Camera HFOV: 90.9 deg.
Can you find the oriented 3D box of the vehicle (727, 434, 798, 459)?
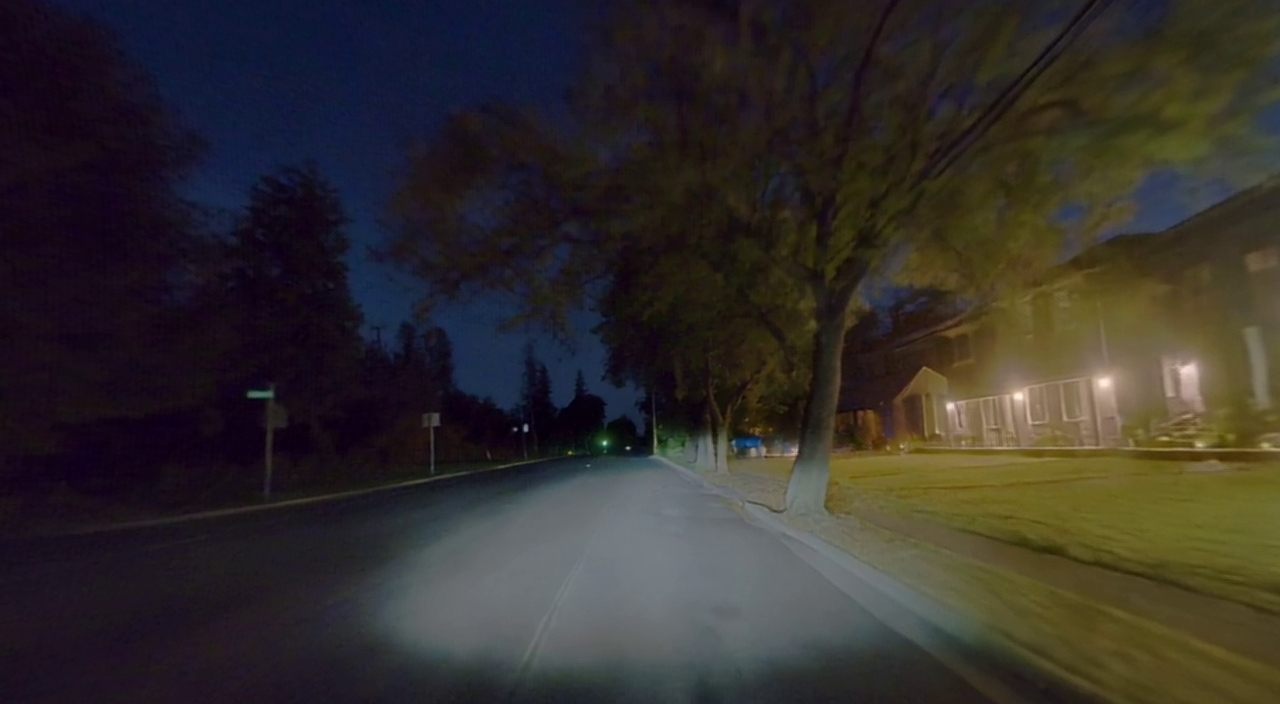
[{"bbox_3d":[7.956,6.145,41.189,4.153,1.605,1.835,0,-7,-3],"label":"vehicle"}]
